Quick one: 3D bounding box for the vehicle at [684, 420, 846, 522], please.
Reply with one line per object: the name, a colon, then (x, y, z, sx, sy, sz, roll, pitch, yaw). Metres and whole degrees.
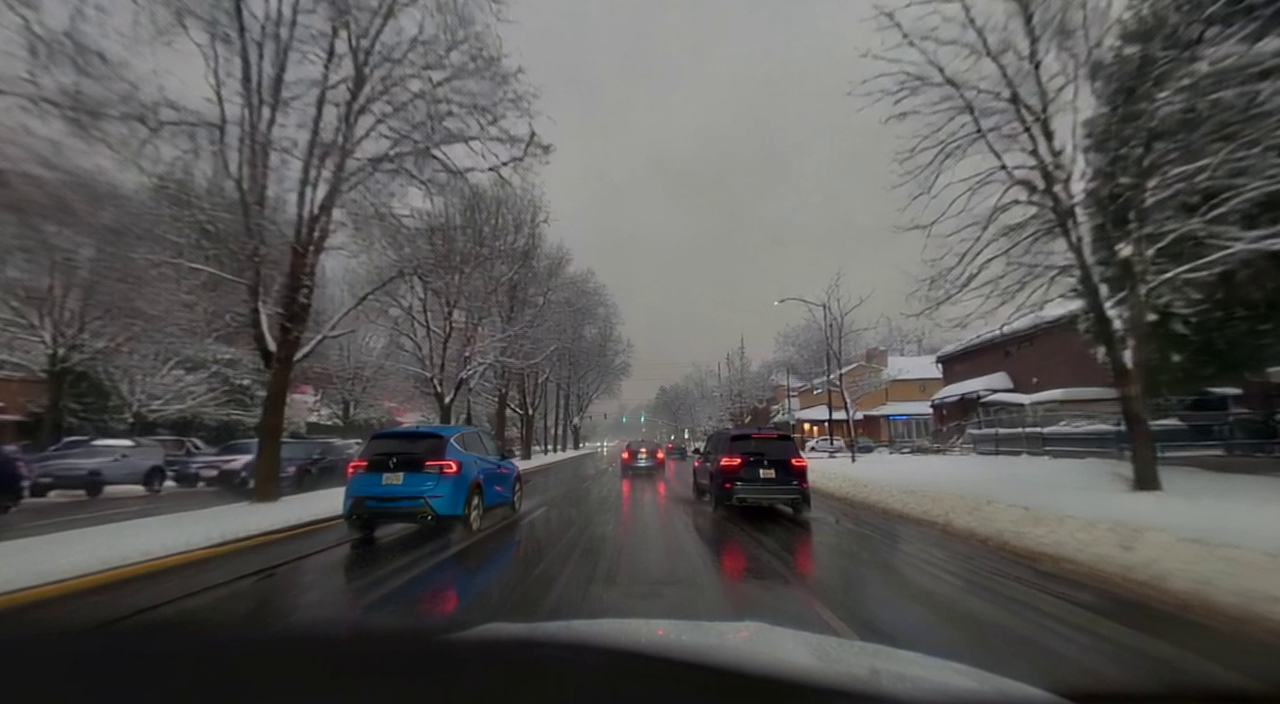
vehicle: (2.329, 2.389, 13.198, 2.280, 1.747, 4.361, 1, -8, -3)

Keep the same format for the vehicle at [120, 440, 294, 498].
vehicle: (-12.330, 3.323, 18.387, 1.849, 1.452, 4.423, 0, -8, 1)

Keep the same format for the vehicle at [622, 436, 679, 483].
vehicle: (0.360, 3.936, 23.310, 1.922, 1.579, 3.642, 0, -8, 0)

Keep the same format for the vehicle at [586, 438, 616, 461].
vehicle: (-3.013, 7.700, 49.743, 2.014, 1.755, 4.360, 0, -8, 1)

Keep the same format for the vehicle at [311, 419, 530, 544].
vehicle: (-3.422, 2.120, 11.032, 2.043, 1.687, 4.676, 0, -8, 2)
